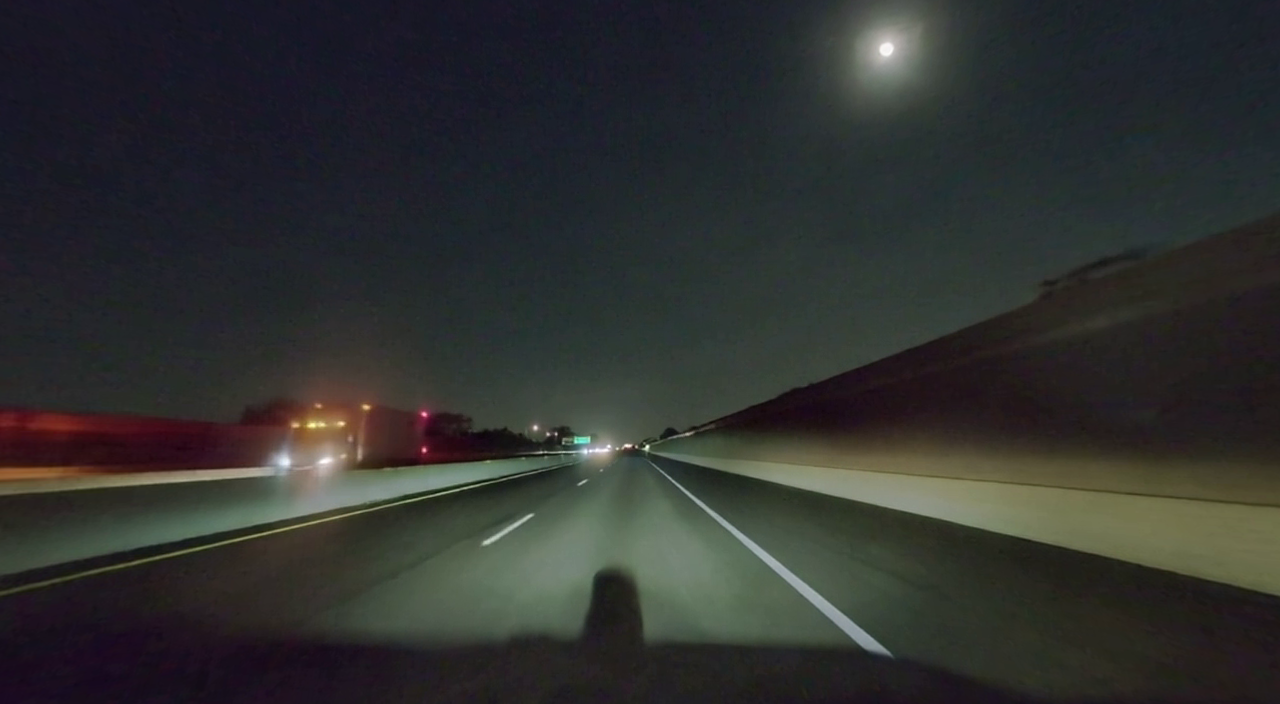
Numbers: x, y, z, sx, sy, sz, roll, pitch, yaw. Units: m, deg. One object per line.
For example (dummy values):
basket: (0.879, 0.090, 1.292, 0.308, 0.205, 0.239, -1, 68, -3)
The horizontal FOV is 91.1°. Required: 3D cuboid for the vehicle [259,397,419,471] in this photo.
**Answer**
vehicle: (-17.406, 5.168, 38.340, 2.816, 3.631, 14.591, 0, -9, -1)
